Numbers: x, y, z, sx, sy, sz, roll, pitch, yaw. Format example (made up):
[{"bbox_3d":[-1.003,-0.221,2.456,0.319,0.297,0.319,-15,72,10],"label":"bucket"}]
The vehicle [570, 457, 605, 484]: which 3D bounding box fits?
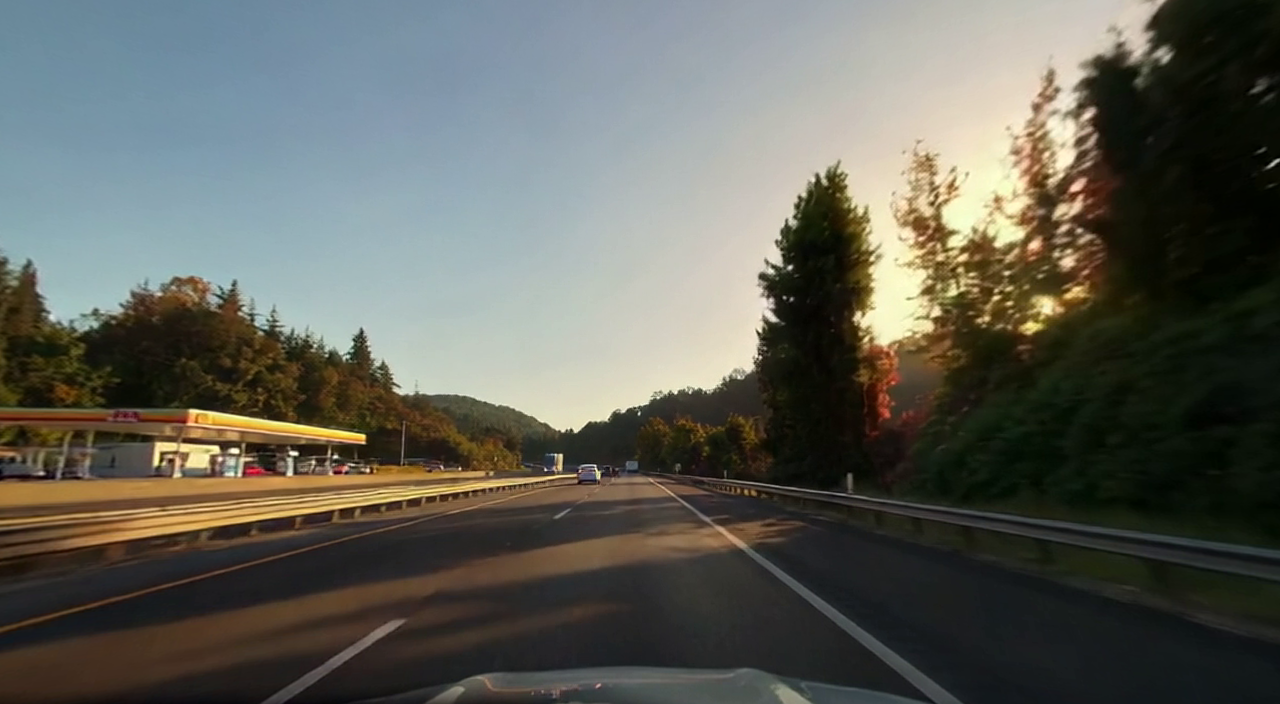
[{"bbox_3d":[-3.964,9.052,48.071,2.166,1.871,4.536,1,-10,1],"label":"vehicle"}]
